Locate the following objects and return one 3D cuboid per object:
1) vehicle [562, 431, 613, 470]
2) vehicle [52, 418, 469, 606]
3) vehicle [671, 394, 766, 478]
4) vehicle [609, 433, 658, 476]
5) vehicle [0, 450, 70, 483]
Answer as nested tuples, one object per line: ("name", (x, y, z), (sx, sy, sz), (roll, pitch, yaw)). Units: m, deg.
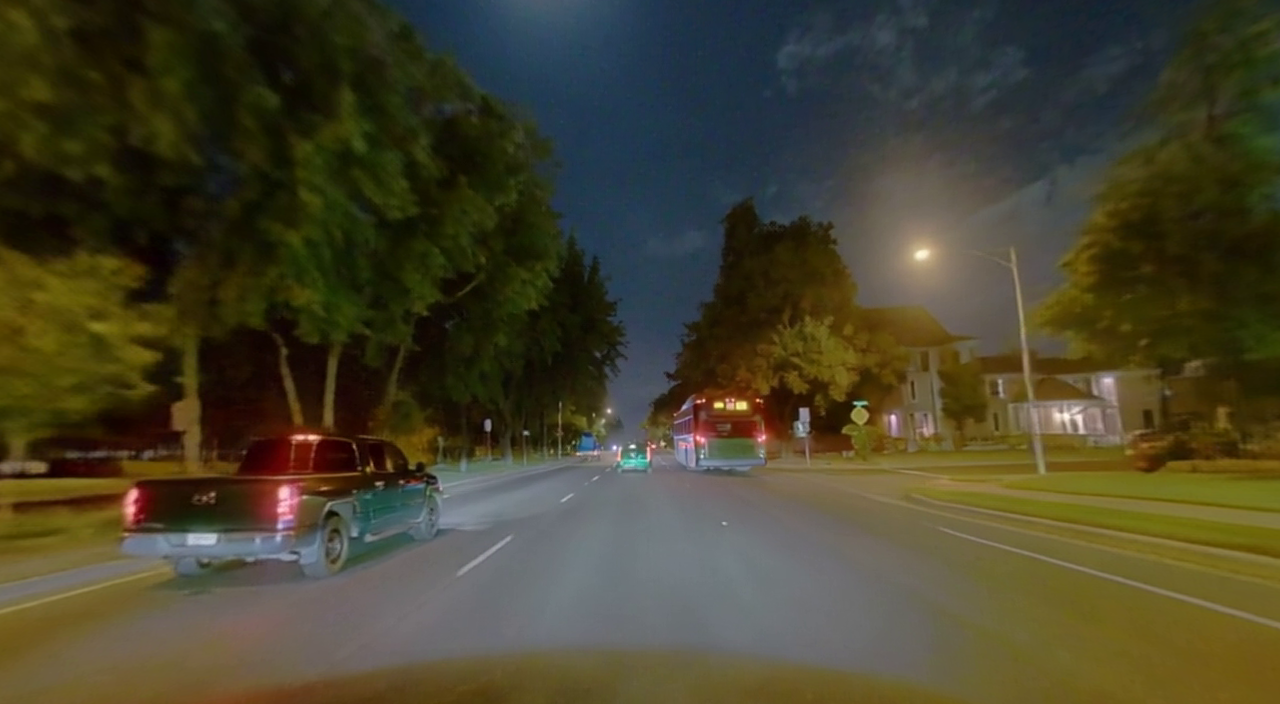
("vehicle", (-2.922, 5.685, 36.522), (2.513, 2.066, 5.820), (0, -8, 0))
("vehicle", (-3.801, 1.672, 7.587), (2.109, 1.543, 4.535), (0, -8, 1))
("vehicle", (3.368, 4.206, 30.911), (3.059, 3.264, 12.623), (0, -8, 0))
("vehicle", (-0.234, 4.768, 29.567), (2.074, 1.849, 5.137), (0, -8, 1))
("vehicle", (-34.921, 6.364, 35.169), (1.824, 1.673, 4.557), (0, -8, 1))
